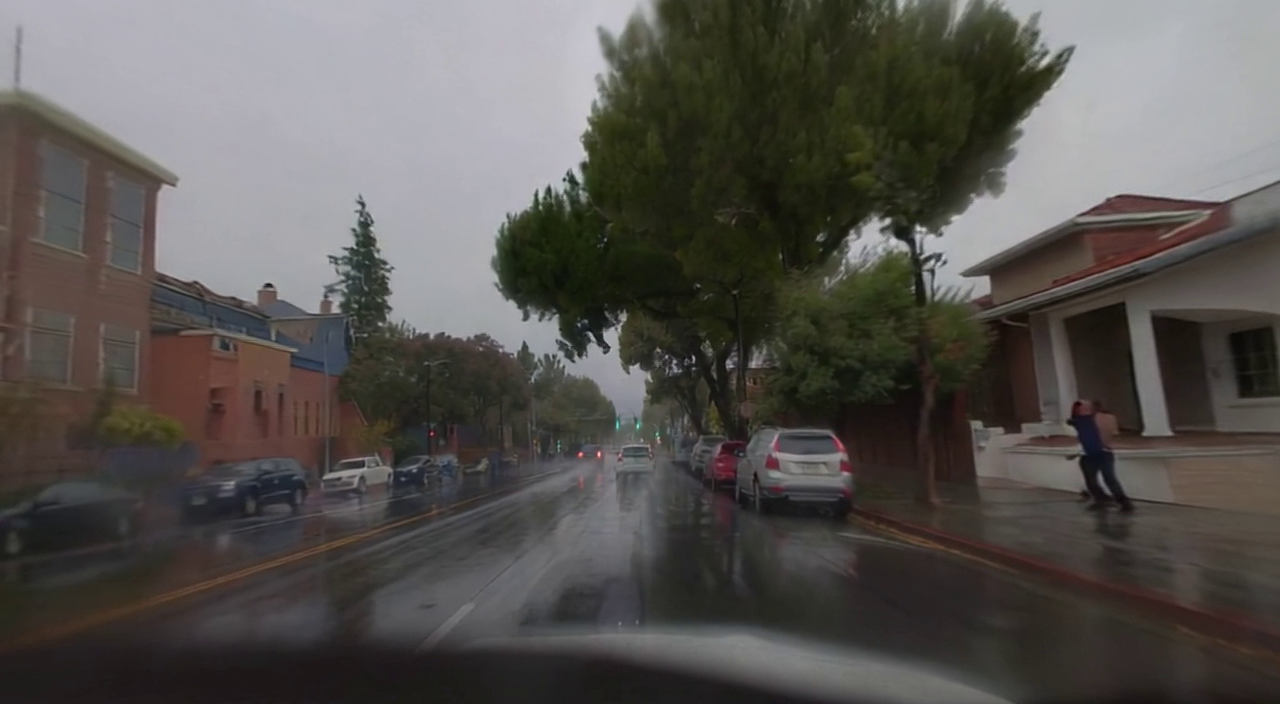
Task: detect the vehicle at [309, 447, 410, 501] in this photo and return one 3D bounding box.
[{"bbox_3d":[-12.192,5.278,27.819,2.210,2.148,4.849,0,-8,0],"label":"vehicle"}]

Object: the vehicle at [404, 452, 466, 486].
[{"bbox_3d":[-12.120,6.931,37.516,2.026,1.791,4.909,0,-8,0],"label":"vehicle"}]

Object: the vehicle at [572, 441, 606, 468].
[{"bbox_3d":[-3.532,7.155,44.115,1.983,1.841,4.013,0,-8,0],"label":"vehicle"}]

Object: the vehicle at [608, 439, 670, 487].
[{"bbox_3d":[-0.040,3.886,22.384,1.998,1.518,4.015,0,-8,0],"label":"vehicle"}]

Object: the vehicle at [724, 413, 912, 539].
[{"bbox_3d":[2.745,2.042,10.939,1.969,1.725,4.387,0,-8,0],"label":"vehicle"}]

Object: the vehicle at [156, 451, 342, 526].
[{"bbox_3d":[-12.062,4.178,20.149,2.109,1.941,6.025,0,-8,0],"label":"vehicle"}]

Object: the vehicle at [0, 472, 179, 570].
[{"bbox_3d":[-11.903,3.265,12.652,1.913,1.475,4.372,0,-8,0],"label":"vehicle"}]
